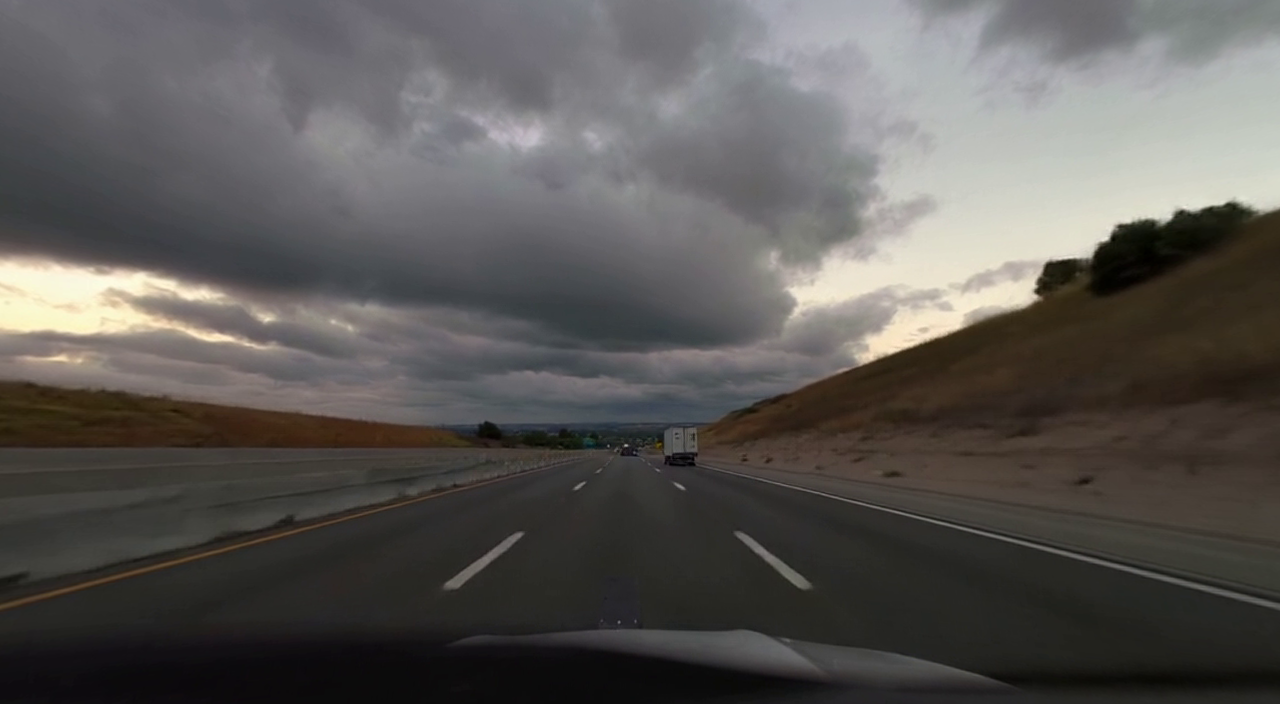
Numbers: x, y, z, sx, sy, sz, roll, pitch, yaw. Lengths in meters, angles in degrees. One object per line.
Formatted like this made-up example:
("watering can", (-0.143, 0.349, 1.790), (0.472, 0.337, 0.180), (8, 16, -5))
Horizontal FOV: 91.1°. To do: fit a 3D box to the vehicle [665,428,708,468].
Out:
("vehicle", (3.253, 6.881, 44.889), (2.527, 2.682, 4.082), (0, -9, -4))
